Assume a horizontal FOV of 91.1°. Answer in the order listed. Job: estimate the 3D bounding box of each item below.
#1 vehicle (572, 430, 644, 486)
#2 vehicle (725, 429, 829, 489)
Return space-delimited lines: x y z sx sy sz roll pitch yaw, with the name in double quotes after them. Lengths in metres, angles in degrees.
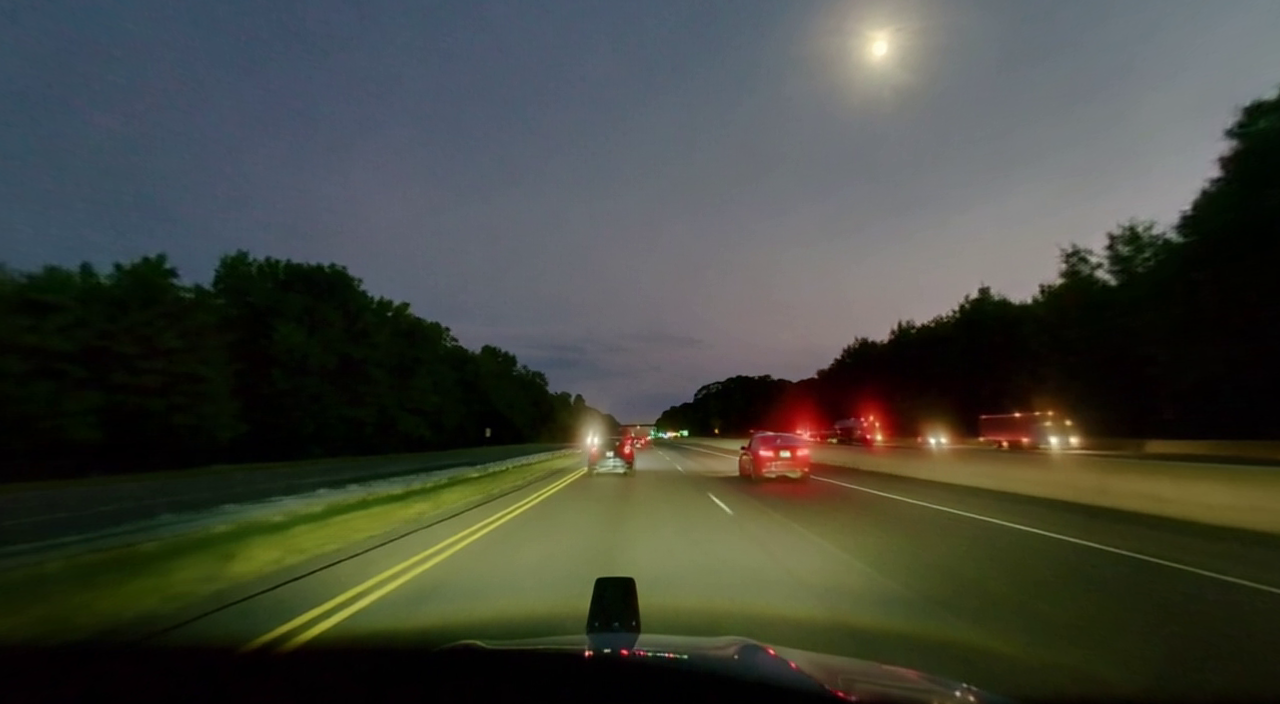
-0.841 3.070 18.606 1.897 1.479 3.724 0 -8 0 "vehicle"
3.821 3.038 18.347 2.010 1.508 4.285 0 -8 -1 "vehicle"
